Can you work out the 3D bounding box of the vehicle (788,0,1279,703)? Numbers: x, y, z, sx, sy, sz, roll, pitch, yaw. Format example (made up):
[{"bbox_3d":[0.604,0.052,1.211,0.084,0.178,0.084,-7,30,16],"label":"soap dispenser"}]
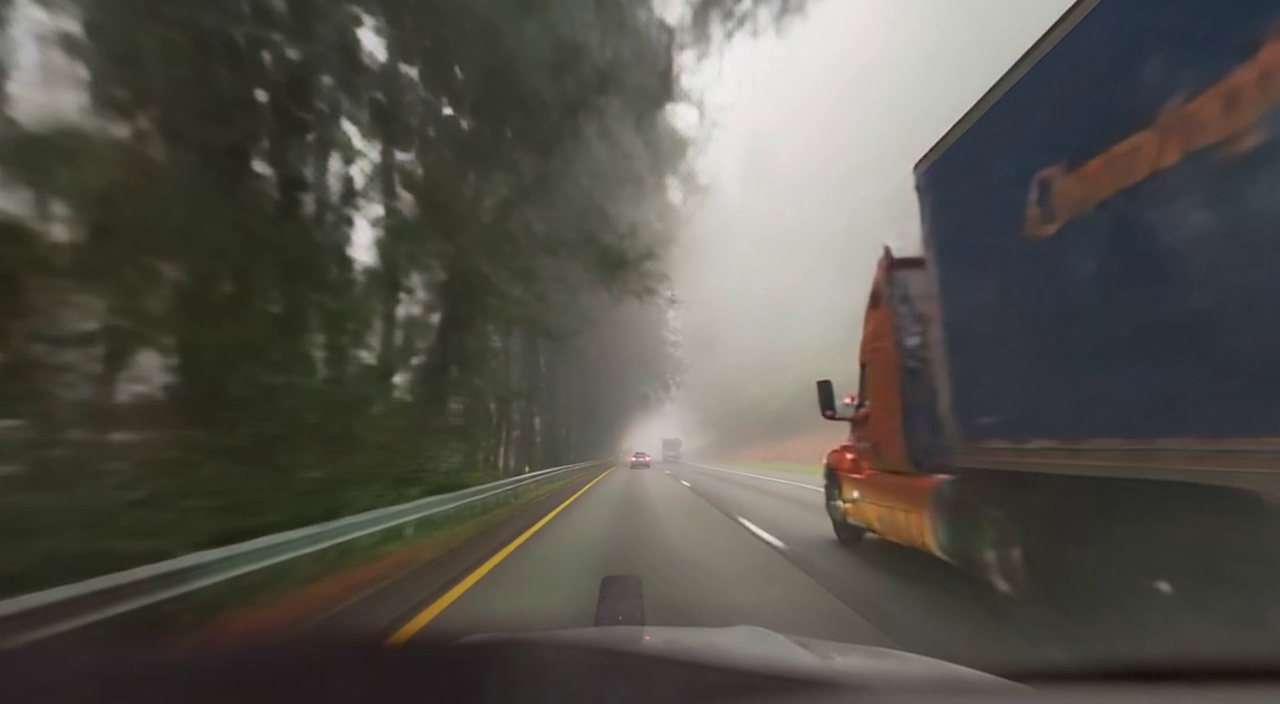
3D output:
[{"bbox_3d":[3.873,-0.106,3.694,3.442,4.027,10.568,-1,-9,0],"label":"vehicle"}]
